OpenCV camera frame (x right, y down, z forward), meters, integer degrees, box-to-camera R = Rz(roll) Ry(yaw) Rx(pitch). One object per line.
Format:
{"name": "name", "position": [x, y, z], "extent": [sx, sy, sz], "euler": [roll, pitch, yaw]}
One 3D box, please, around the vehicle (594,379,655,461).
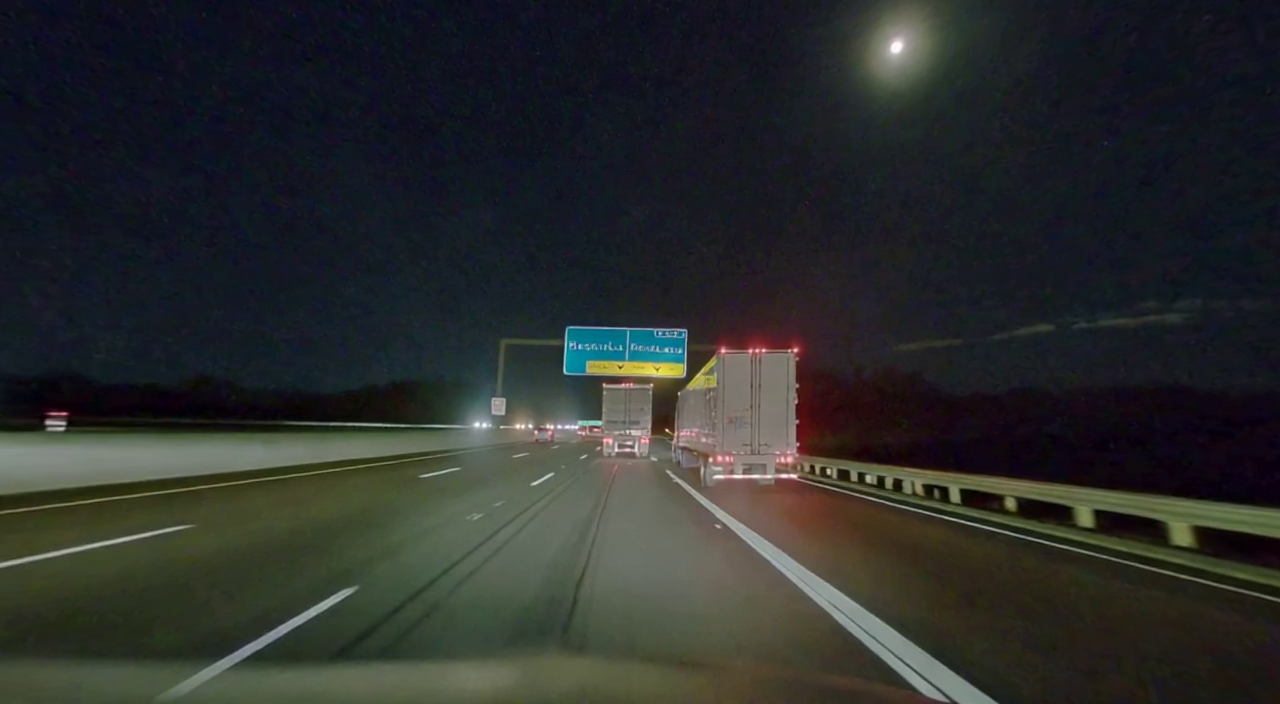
{"name": "vehicle", "position": [-0.964, 4.147, 37.040], "extent": [3.002, 3.987, 12.477], "euler": [0, -8, -2]}
